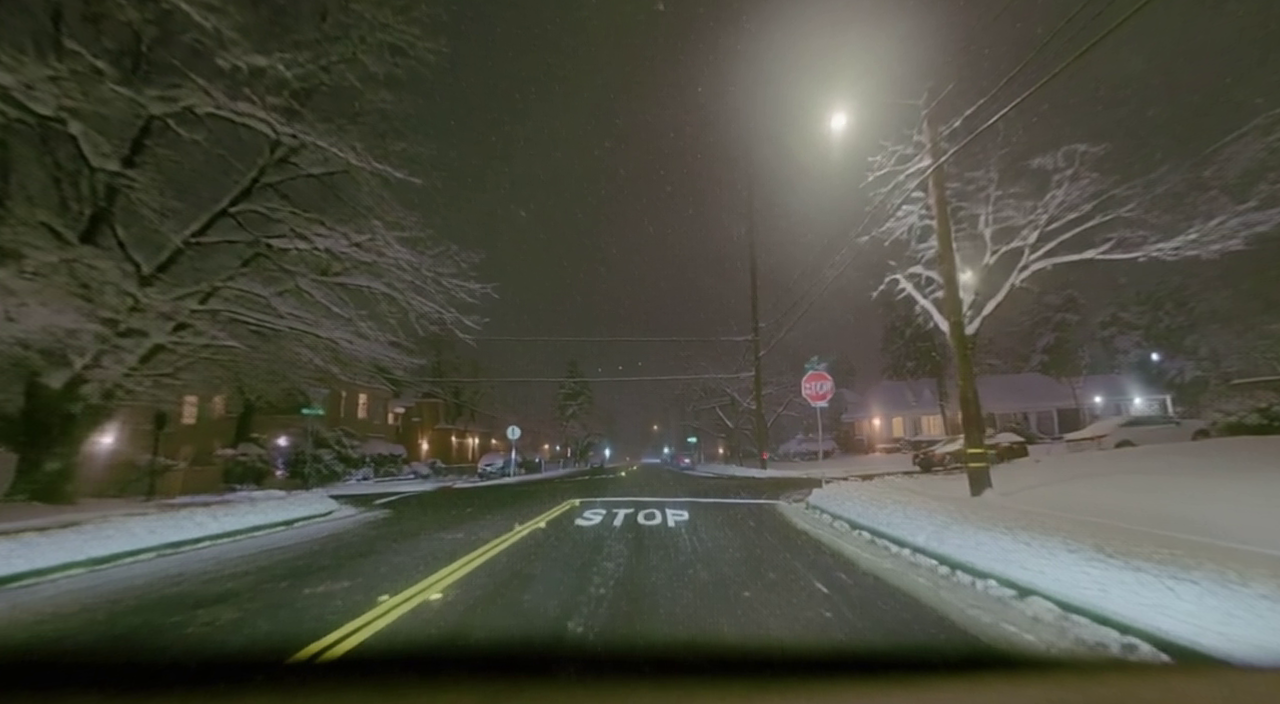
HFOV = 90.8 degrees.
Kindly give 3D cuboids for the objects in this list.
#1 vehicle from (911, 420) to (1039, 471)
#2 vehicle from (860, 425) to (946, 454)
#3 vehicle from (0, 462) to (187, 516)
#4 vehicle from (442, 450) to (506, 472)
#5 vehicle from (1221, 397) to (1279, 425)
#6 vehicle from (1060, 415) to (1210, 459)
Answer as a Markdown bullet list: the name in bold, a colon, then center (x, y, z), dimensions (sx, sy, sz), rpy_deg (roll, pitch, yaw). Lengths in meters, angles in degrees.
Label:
- **vehicle**: center (15.590, 4.376, 29.515), dimensions (4.788, 1.875, 2.148), rpy_deg (1, -19, -15)
- **vehicle**: center (15.643, 5.274, 37.851), dimensions (1.960, 1.584, 4.669), rpy_deg (3, -9, -22)
- **vehicle**: center (-16.998, 4.190, 19.592), dimensions (4.320, 1.443, 1.867), rpy_deg (1, -8, -8)
- **vehicle**: center (-11.458, 7.557, 43.837), dimensions (3.937, 1.390, 1.644), rpy_deg (1, -7, 2)
- **vehicle**: center (37.407, 3.583, 37.853), dimensions (4.028, 1.469, 1.884), rpy_deg (3, -10, -19)
- **vehicle**: center (17.951, 3.075, 22.910), dimensions (4.682, 1.483, 1.917), rpy_deg (2, -9, -19)
